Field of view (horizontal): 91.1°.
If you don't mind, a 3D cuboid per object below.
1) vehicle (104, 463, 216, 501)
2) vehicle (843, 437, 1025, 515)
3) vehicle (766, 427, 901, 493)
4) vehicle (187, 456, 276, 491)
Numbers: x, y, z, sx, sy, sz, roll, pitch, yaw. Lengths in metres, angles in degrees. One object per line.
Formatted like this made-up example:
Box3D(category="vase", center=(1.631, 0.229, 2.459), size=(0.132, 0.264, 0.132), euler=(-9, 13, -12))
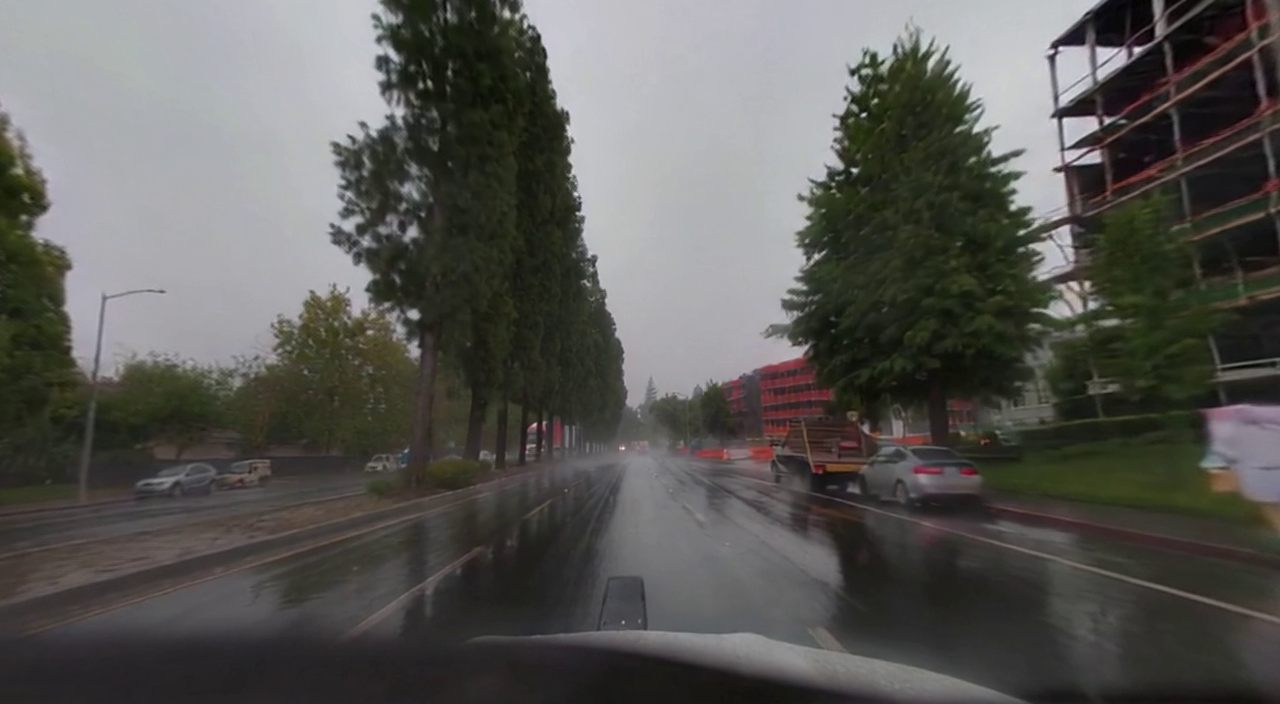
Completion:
Box3D(category="vehicle", center=(-22.958, 6.196, 30.294), size=(1.862, 1.458, 4.701), euler=(0, -8, -2))
Box3D(category="vehicle", center=(6.416, 2.727, 14.424), size=(1.860, 1.467, 4.576), euler=(0, -8, -2))
Box3D(category="vehicle", center=(6.310, 3.640, 21.677), size=(2.513, 1.890, 6.666), euler=(0, -8, 0))
Box3D(category="vehicle", center=(-22.973, 6.815, 35.531), size=(2.006, 1.755, 4.476), euler=(0, -8, -1))
